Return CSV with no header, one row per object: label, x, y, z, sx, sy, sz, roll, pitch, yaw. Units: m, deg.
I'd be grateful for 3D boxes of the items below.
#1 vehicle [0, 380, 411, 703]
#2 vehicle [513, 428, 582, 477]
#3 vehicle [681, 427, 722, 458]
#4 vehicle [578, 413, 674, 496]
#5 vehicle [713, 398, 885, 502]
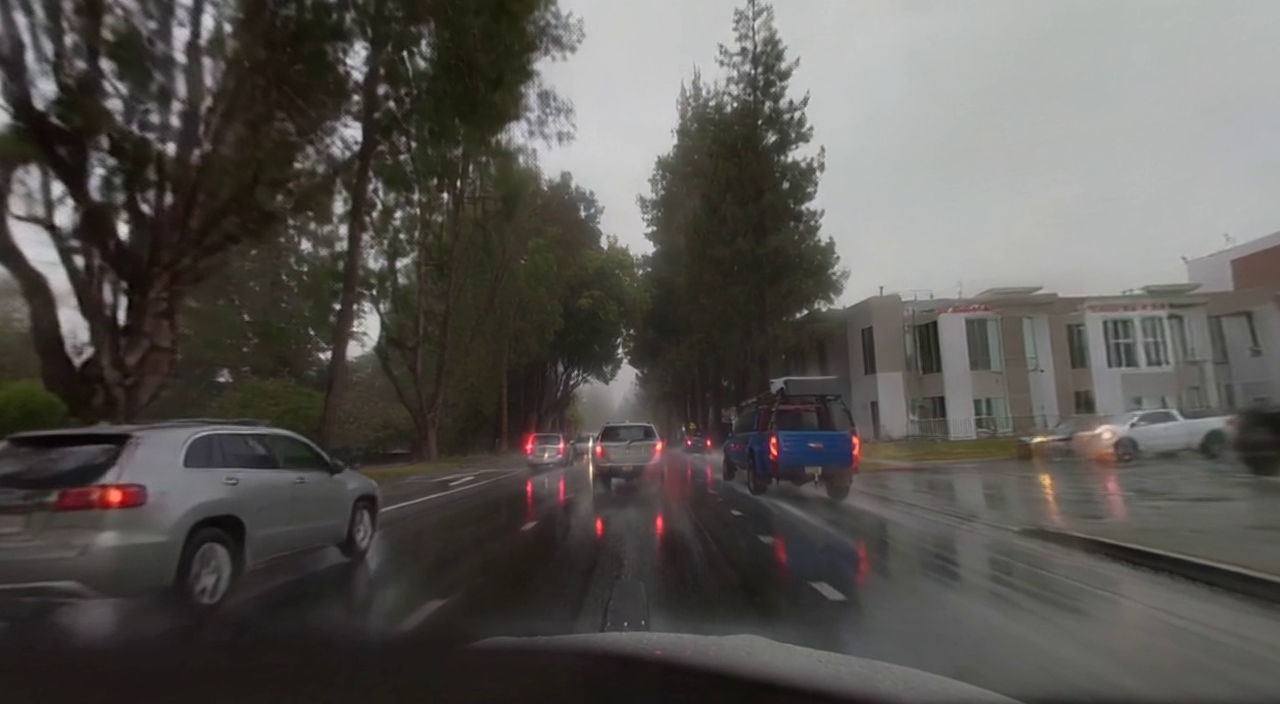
vehicle,-3.890,1.286,5.469,1.959,1.614,4.676,0,-8,1
vehicle,-3.336,3.705,23.445,1.894,1.642,3.861,0,-8,1
vehicle,3.972,5.952,41.447,2.183,1.948,4.633,0,-8,-1
vehicle,-0.261,2.521,15.725,2.075,1.770,4.018,0,-8,1
vehicle,3.517,2.402,15.660,2.655,2.054,6.098,0,-8,0
